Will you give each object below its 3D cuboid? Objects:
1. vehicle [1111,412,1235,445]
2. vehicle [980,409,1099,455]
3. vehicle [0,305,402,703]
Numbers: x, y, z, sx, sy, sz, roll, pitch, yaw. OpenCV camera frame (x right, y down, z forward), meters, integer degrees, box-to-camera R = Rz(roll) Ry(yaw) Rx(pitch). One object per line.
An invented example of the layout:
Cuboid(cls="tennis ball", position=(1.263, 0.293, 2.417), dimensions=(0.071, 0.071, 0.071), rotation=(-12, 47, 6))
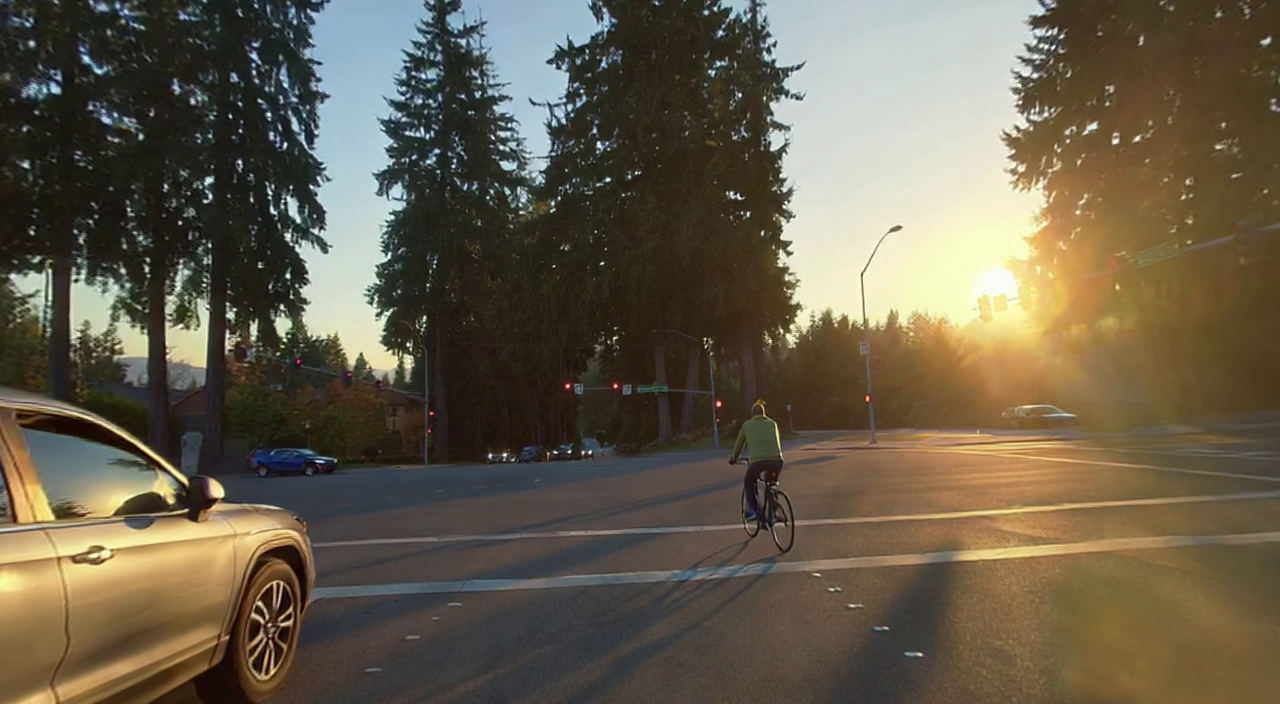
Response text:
Cuboid(cls="vehicle", position=(25.743, 3.734, 30.501), dimensions=(4.716, 1.507, 1.904), rotation=(2, -9, -11))
Cuboid(cls="vehicle", position=(18.561, 3.751, 29.386), dimensions=(4.237, 1.948, 1.997), rotation=(0, -9, -9))
Cuboid(cls="vehicle", position=(-2.966, 0.866, 2.757), dimensions=(2.049, 1.756, 4.602), rotation=(0, -8, 0))
